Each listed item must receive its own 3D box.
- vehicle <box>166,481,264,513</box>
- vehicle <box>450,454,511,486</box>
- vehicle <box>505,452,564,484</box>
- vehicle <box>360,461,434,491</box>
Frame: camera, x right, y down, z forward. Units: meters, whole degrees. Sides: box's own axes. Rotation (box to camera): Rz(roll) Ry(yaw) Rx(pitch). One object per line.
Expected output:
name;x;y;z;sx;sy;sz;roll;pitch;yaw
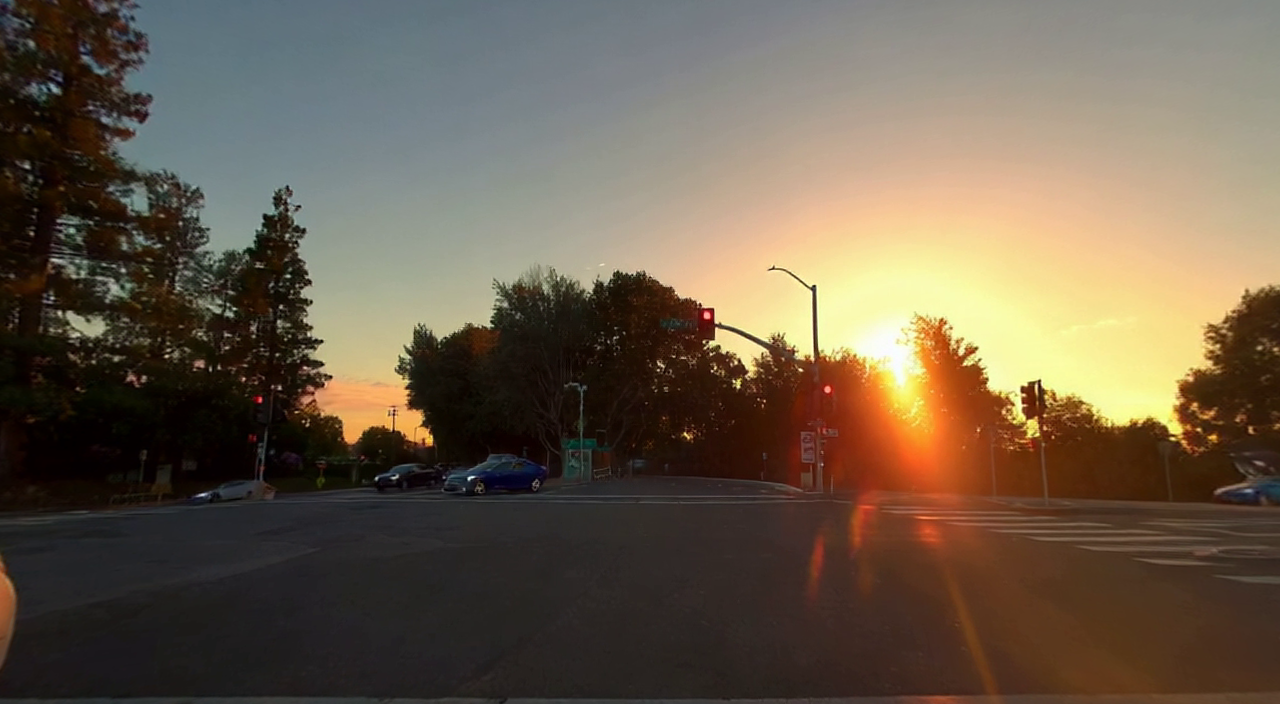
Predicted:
vehicle;-24.417;8.304;36.370;4.491;1.500;2.029;5;-10;-33
vehicle;-8.039;5.974;32.095;1.960;1.433;4.213;0;-8;1
vehicle;-5.225;5.804;31.815;2.107;1.456;4.728;0;-8;1
vehicle;-16.581;8.451;43.377;2.050;1.755;5.135;-2;-9;15
